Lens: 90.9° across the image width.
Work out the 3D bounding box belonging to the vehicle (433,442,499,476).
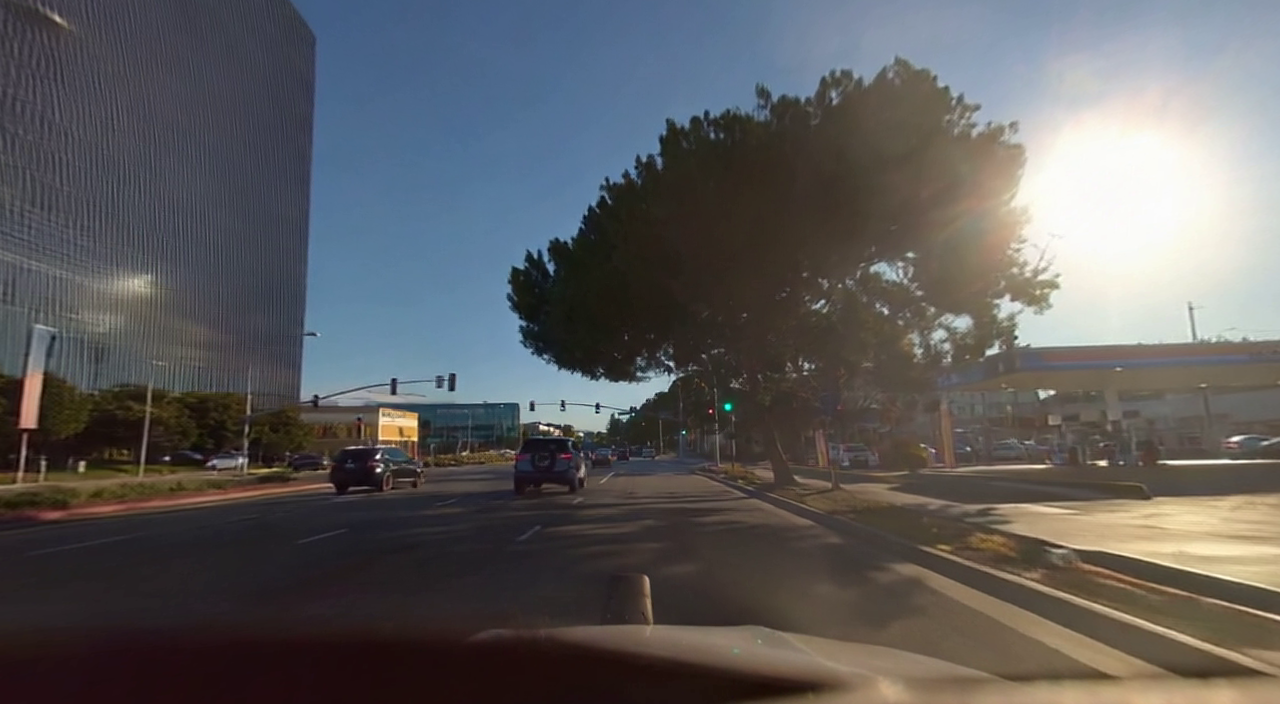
[{"bbox_3d":[-9.061,5.575,33.221,2.068,1.659,4.509,0,-8,2],"label":"vehicle"}]

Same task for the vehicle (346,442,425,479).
[{"bbox_3d":[-11.906,5.079,29.789,1.875,1.624,4.151,0,-8,1],"label":"vehicle"}]

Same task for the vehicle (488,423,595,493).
[{"bbox_3d":[-3.211,3.686,22.339,2.602,2.091,6.347,0,-8,2],"label":"vehicle"}]

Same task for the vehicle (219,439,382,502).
[{"bbox_3d":[-9.393,3.294,18.022,1.965,1.541,4.718,0,-8,1],"label":"vehicle"}]

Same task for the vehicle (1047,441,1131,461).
[{"bbox_3d":[35.067,7.777,49.370,4.849,1.399,2.057,-1,-10,17],"label":"vehicle"}]
